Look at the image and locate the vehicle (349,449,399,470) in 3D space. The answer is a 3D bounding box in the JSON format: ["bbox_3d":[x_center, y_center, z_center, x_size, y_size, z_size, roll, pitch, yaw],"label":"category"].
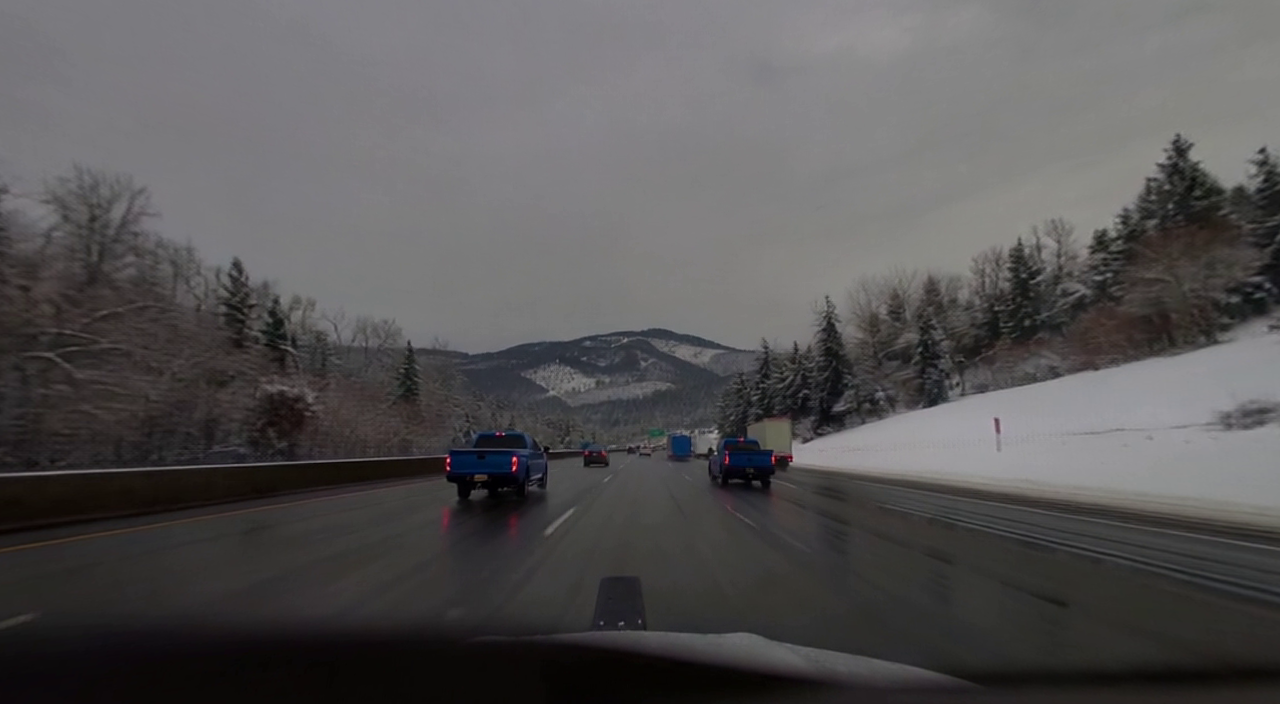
[{"bbox_3d":[-21.029,8.489,49.998,1.873,1.490,4.725,0,-8,0],"label":"vehicle"}]

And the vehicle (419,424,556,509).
[{"bbox_3d":[-3.697,2.881,16.475,2.227,1.853,5.161,0,-8,1],"label":"vehicle"}]

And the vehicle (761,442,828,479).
[{"bbox_3d":[7.659,5.388,31.759,2.104,1.724,4.701,0,-8,-1],"label":"vehicle"}]

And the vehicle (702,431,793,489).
[{"bbox_3d":[3.938,4.089,24.346,2.424,1.952,5.611,0,-8,-1],"label":"vehicle"}]

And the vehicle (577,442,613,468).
[{"bbox_3d":[-3.225,7.480,46.246,2.235,1.785,4.386,0,-8,1],"label":"vehicle"}]
